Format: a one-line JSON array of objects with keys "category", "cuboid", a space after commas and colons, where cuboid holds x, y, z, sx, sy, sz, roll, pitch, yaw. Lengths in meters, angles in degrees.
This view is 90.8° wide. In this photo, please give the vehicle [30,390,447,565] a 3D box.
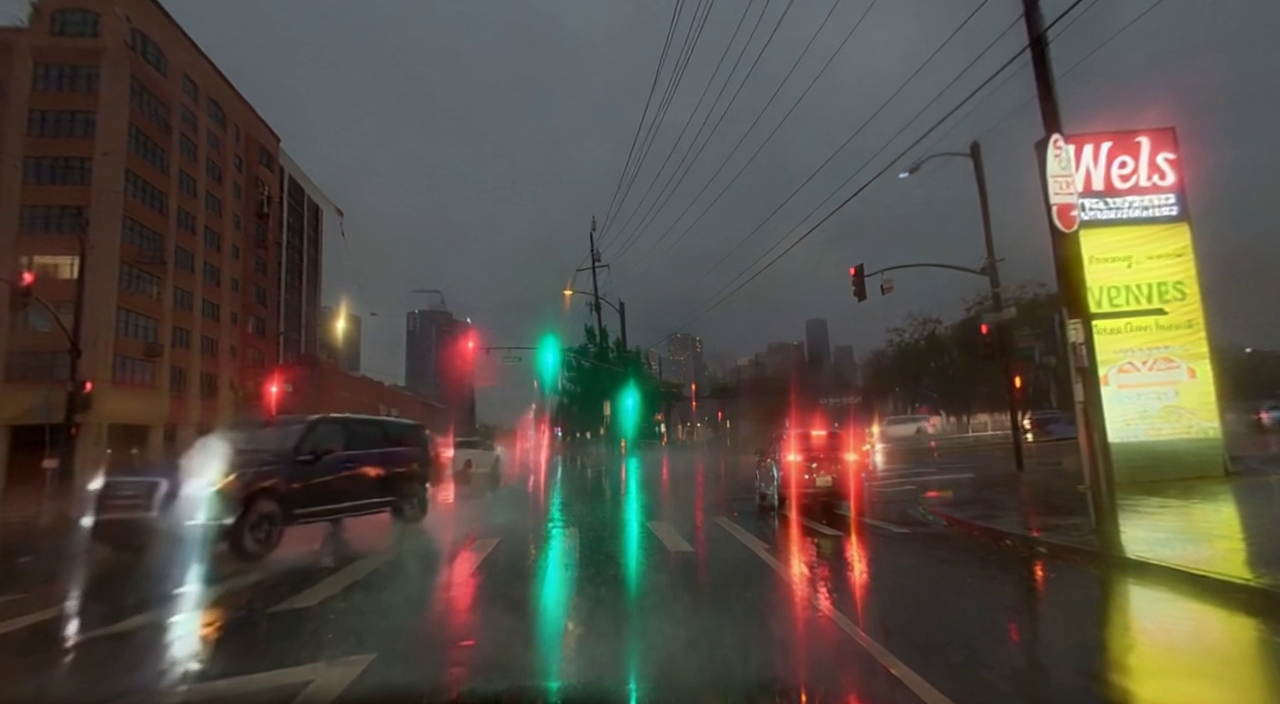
[{"category": "vehicle", "cuboid": [-5.653, 1.876, 10.249, 2.374, 1.985, 5.588, -2, -9, 12]}]

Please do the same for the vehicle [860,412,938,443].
[{"category": "vehicle", "cuboid": [16.212, 4.770, 39.527, 4.474, 1.788, 2.039, 4, -10, -29]}]

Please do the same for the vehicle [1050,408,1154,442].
[{"category": "vehicle", "cuboid": [21.714, 3.464, 29.673, 4.707, 1.487, 1.907, 4, -9, -27]}]

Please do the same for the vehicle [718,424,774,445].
[{"category": "vehicle", "cuboid": [7.566, 5.966, 45.334, 1.866, 1.430, 3.901, 5, -10, -31]}]

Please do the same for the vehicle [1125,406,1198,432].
[{"category": "vehicle", "cuboid": [32.017, 4.134, 38.755, 4.433, 1.453, 1.804, 4, -10, -29]}]

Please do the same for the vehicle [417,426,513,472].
[{"category": "vehicle", "cuboid": [-7.208, 4.062, 26.578, 2.105, 1.761, 4.292, -2, -9, 12]}]

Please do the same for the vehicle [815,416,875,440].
[{"category": "vehicle", "cuboid": [16.049, 5.951, 49.368, 4.589, 1.730, 1.801, 4, -8, -31]}]

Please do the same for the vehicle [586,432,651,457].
[{"category": "vehicle", "cuboid": [-1.604, 6.818, 46.576, 4.506, 1.733, 1.857, 1, -9, -11]}]
